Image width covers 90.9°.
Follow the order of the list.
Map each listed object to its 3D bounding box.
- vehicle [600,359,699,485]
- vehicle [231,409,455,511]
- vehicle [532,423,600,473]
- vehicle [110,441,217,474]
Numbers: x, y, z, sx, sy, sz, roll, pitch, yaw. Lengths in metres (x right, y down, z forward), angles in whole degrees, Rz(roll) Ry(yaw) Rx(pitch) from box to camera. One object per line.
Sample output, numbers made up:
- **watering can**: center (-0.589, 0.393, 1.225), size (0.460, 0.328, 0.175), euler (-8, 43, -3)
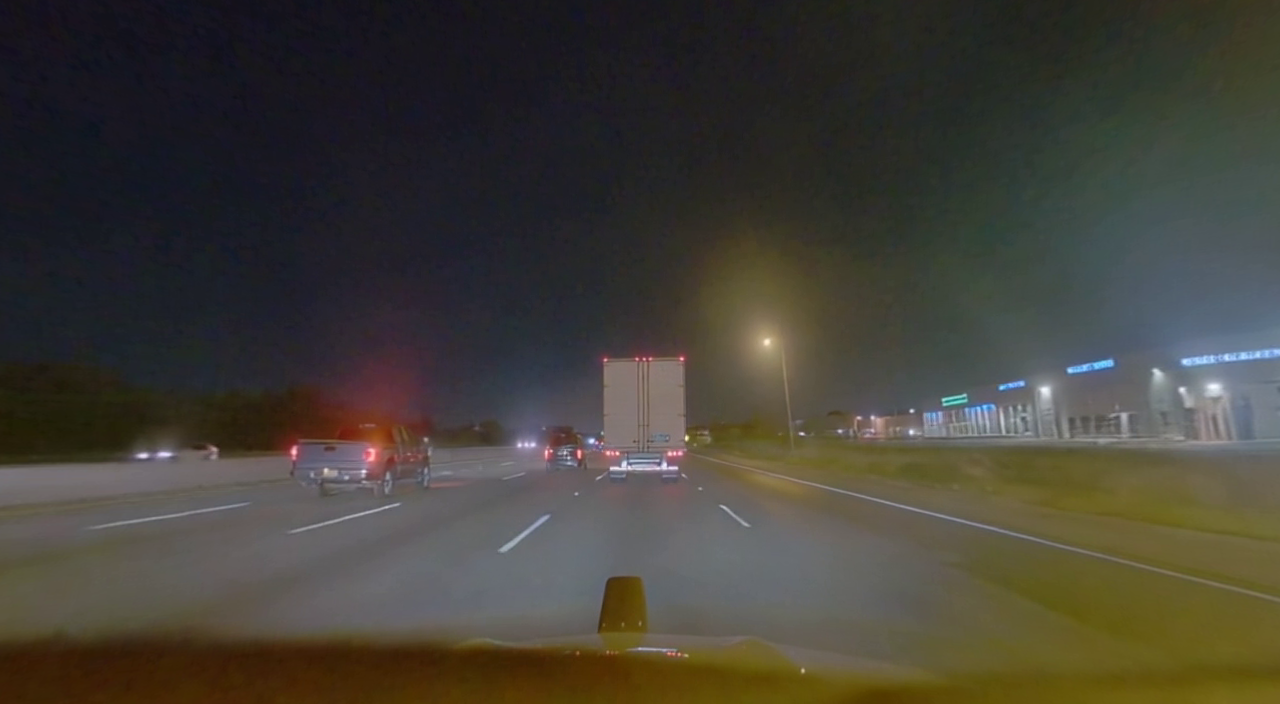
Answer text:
- **vehicle**: center (0.255, 2.824, 24.014), size (2.941, 3.794, 9.851), euler (0, -9, 0)
- **vehicle**: center (-6.683, 2.558, 15.350), size (2.479, 1.978, 5.952), euler (0, -9, 1)
- **vehicle**: center (-3.305, 4.485, 29.507), size (2.379, 2.075, 6.169), euler (0, -9, 0)
- **vehicle**: center (-24.483, 5.423, 32.652), size (1.936, 1.605, 4.646), euler (0, -9, 0)
